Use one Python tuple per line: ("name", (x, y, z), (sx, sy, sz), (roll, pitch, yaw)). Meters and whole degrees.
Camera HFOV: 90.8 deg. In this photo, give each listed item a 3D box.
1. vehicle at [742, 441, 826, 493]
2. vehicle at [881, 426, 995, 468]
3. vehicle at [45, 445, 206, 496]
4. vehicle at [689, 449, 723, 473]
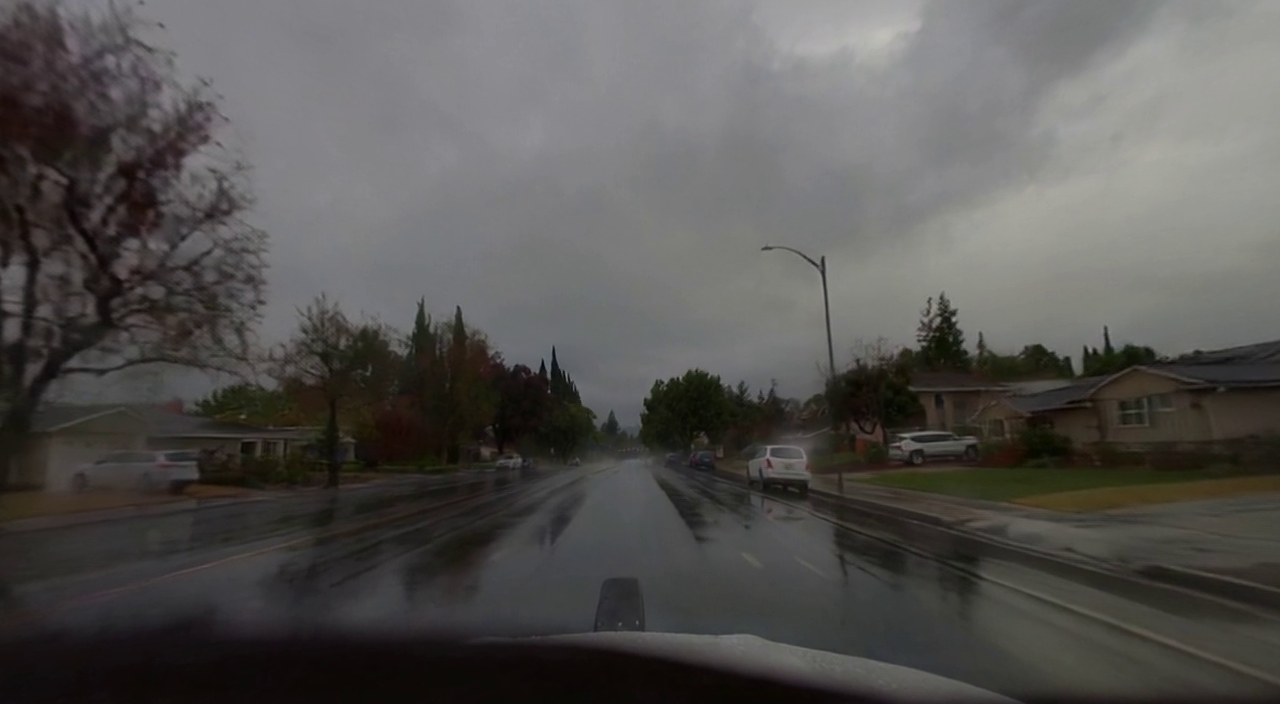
("vehicle", (5.110, 4.144, 23.116), (2.001, 1.693, 4.311), (0, -9, -1))
("vehicle", (15.843, 5.087, 33.814), (4.921, 2.117, 2.249), (-1, -9, 2))
("vehicle", (-20.363, 4.666, 25.152), (4.564, 1.895, 2.221), (-1, -9, 6))
("vehicle", (4.747, 7.935, 46.171), (1.900, 1.608, 5.037), (0, -9, -1))
